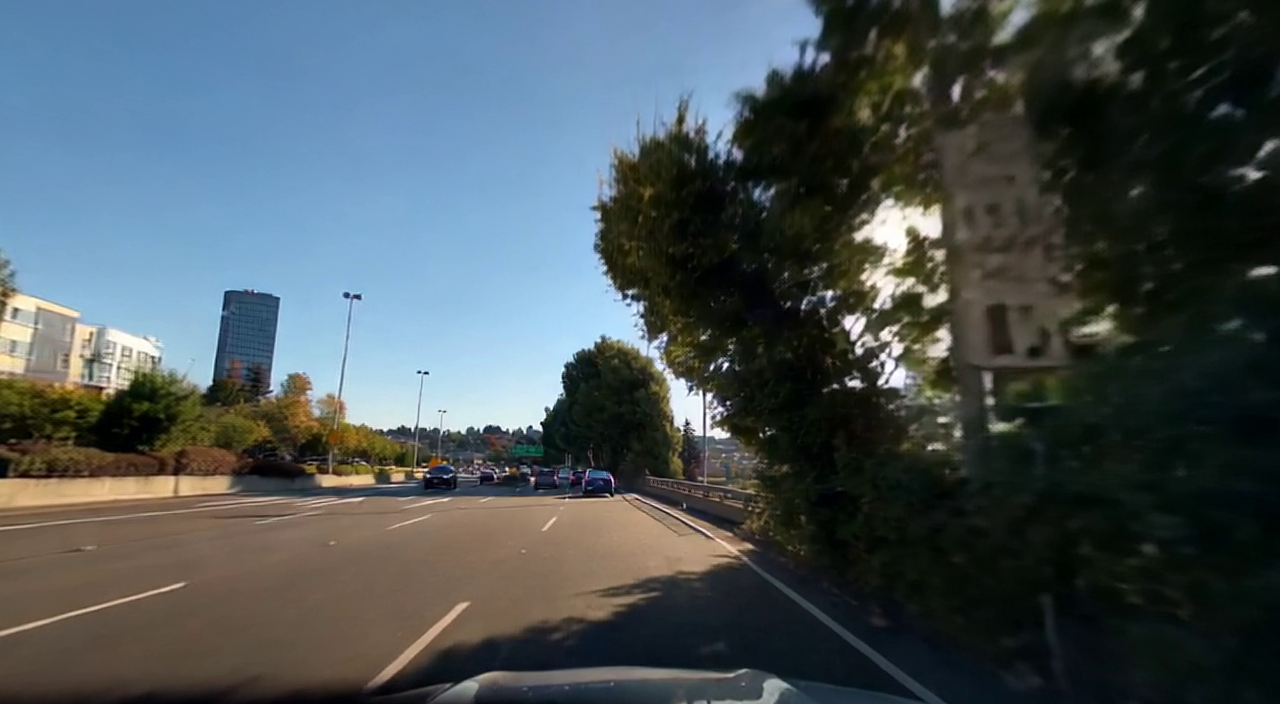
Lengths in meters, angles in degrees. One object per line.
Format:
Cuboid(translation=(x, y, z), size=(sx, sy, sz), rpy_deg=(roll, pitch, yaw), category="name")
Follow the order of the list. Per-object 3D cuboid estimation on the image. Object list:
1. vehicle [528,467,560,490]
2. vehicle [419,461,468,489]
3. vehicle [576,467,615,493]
Cuboid(translation=(-6.760, 8.929, 44.682), size=(2.030, 1.441, 4.806), rpy_deg=(2, -11, -7), category="vehicle")
Cuboid(translation=(-12.812, 8.069, 41.356), size=(2.183, 1.665, 4.498), rpy_deg=(2, -11, -7), category="vehicle")
Cuboid(translation=(-2.852, 7.978, 39.349), size=(2.129, 1.471, 4.258), rpy_deg=(2, -11, -7), category="vehicle")
